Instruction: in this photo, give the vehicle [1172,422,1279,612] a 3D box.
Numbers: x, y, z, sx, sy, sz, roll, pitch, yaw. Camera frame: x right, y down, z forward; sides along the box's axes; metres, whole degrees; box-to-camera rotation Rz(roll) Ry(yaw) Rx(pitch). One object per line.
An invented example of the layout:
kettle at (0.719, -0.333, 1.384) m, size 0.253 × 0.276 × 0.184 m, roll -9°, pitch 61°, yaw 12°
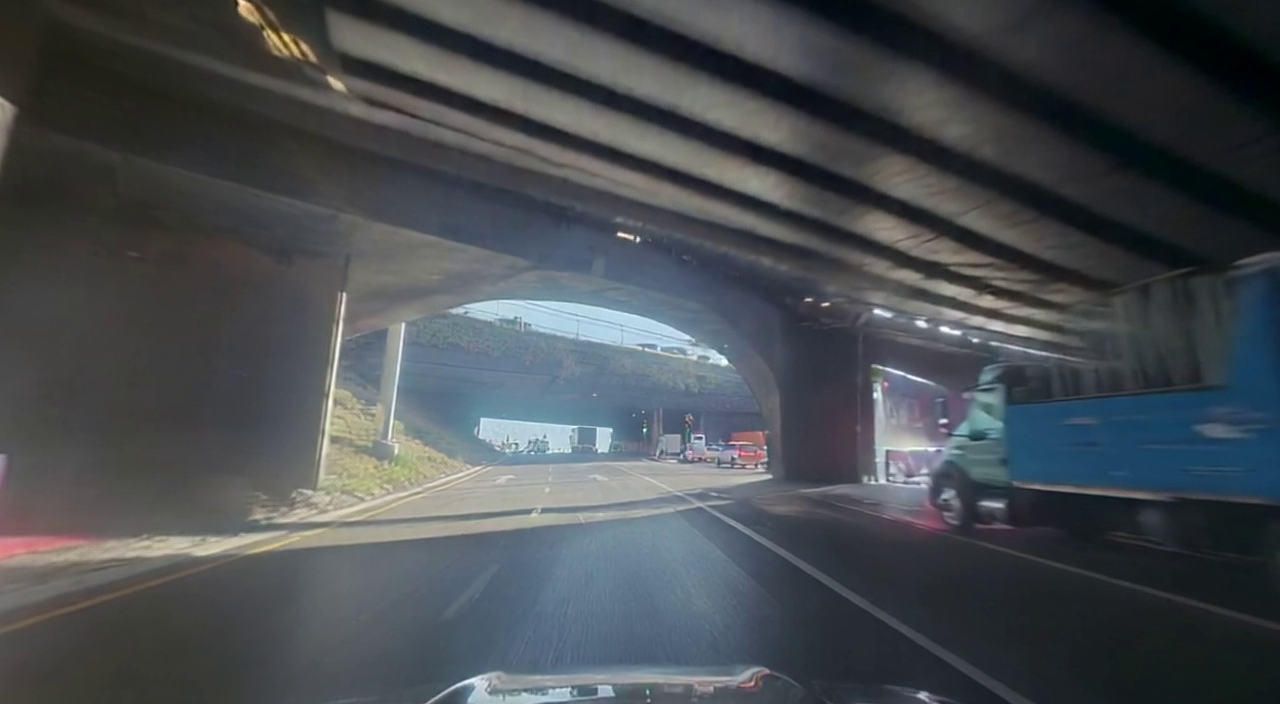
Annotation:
vehicle at (6.351, 1.123, 3.717) m, size 2.012 × 1.521 × 4.663 m, roll 0°, pitch -8°, yaw -6°
